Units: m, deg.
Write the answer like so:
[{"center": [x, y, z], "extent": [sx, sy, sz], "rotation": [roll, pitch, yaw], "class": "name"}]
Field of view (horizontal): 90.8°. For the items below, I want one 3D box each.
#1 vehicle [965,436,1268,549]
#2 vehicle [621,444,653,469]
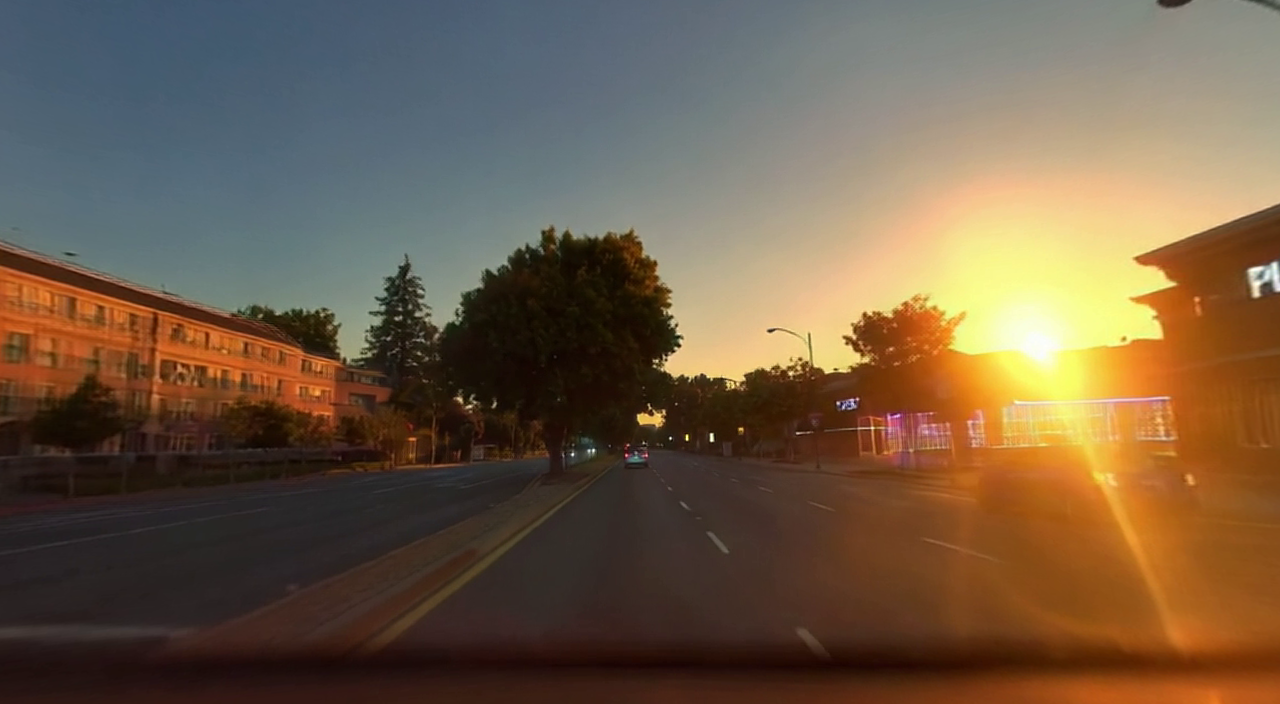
[{"center": [7.332, 2.147, 10.408], "extent": [1.849, 1.464, 4.119], "rotation": [0, -8, 2], "class": "vehicle"}, {"center": [-0.207, 6.829, 41.505], "extent": [2.027, 1.494, 3.942], "rotation": [0, -8, -1], "class": "vehicle"}]
